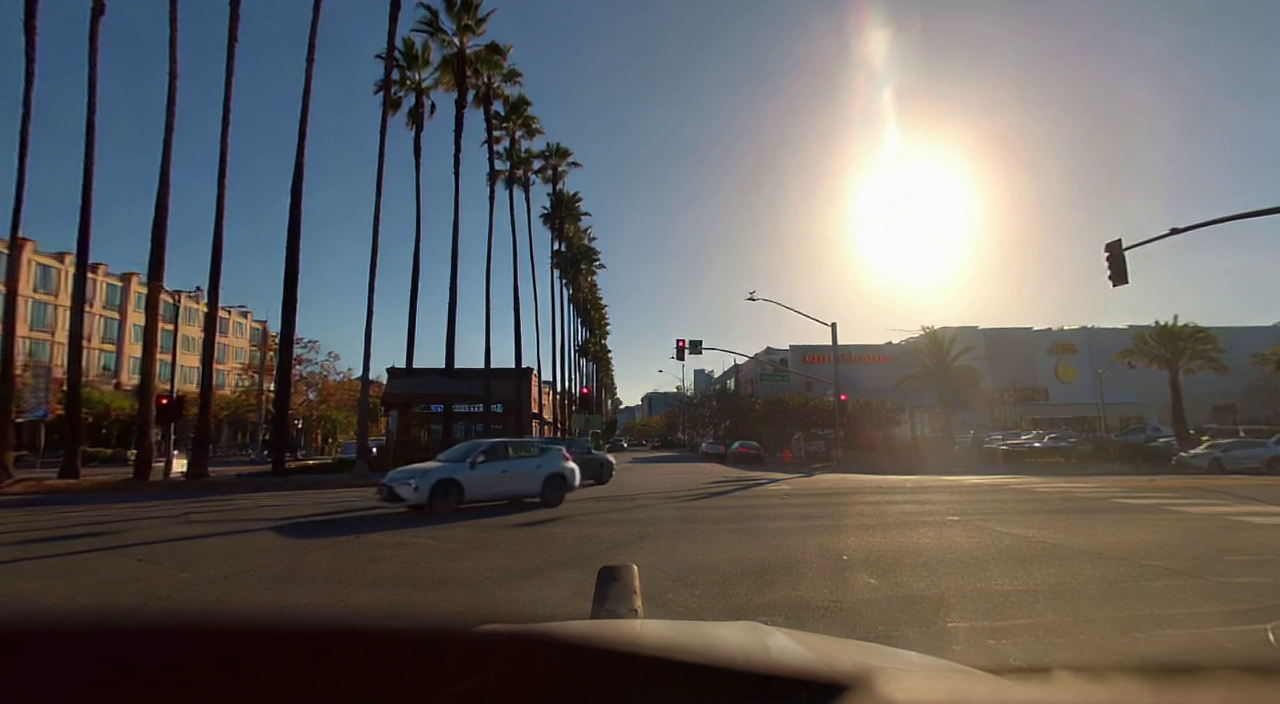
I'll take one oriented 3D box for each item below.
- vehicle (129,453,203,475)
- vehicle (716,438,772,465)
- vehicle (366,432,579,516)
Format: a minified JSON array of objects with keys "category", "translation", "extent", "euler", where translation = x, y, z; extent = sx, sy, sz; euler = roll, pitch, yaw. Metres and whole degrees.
[{"category":"vehicle","translation":[-37.226,8.810,49.612],"extent":[2.160,1.565,4.868],"euler":[0,-8,-1]},{"category":"vehicle","translation":[6.401,6.162,39.190],"extent":[1.890,1.572,3.826],"euler":[3,-9,-16]},{"category":"vehicle","translation":[-3.466,2.540,13.580],"extent":[1.828,1.512,4.035],"euler":[-8,-12,44]}]
